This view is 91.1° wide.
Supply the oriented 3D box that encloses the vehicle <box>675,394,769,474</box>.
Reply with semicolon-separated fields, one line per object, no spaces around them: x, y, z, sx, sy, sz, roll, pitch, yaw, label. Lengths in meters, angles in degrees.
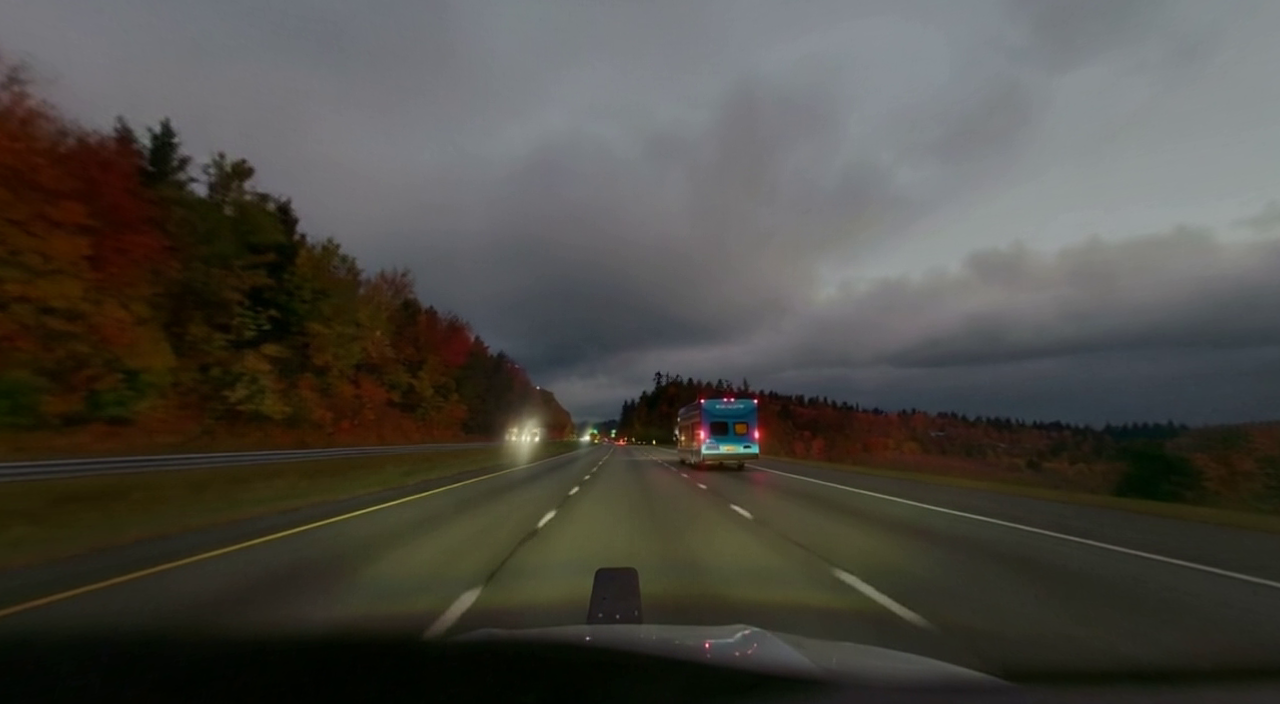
3.198;3.470;26.598;2.815;2.876;7.101;0;-8;-2;vehicle
